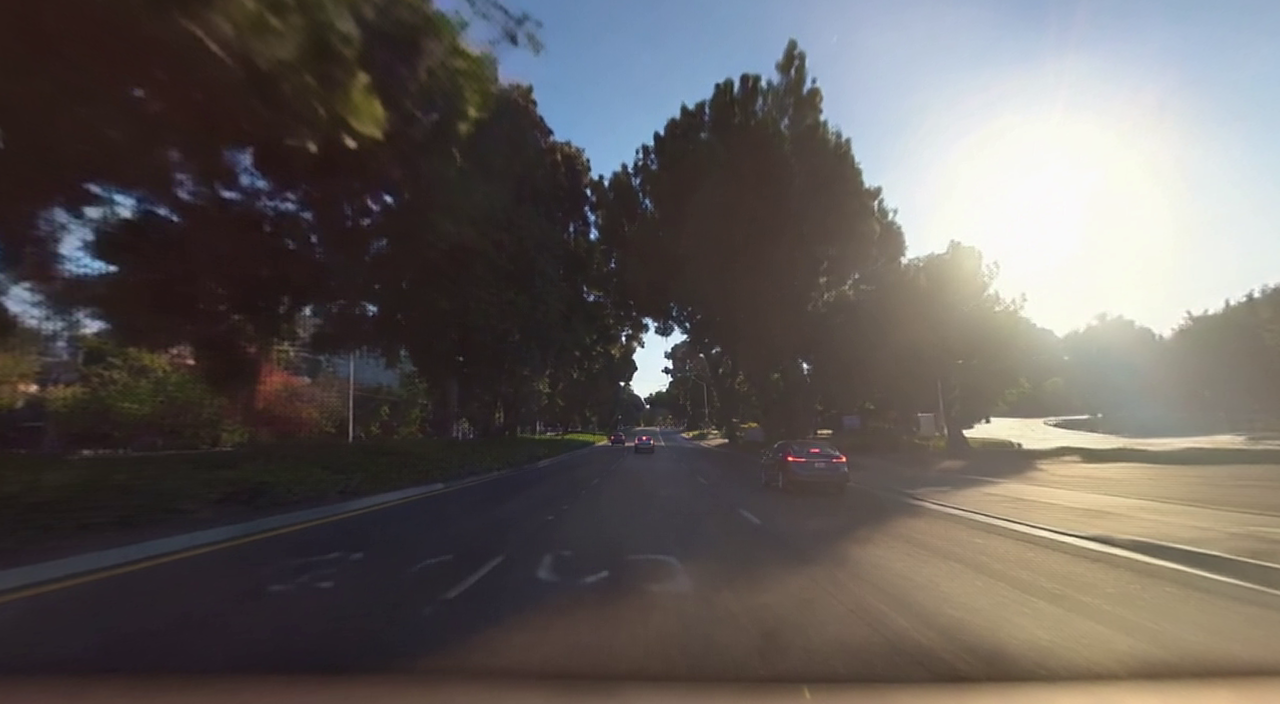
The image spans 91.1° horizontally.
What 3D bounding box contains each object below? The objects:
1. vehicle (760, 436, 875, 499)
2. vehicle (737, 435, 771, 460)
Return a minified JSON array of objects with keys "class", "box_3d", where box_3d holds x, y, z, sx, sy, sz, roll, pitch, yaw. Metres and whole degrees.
[{"class":"vehicle","box_3d":[4.755,3.154,17.532,1.913,1.516,4.322,0,-8,0]},{"class":"vehicle","box_3d":[7.996,6.724,44.339,2.063,1.625,5.102,-1,-8,7]}]
